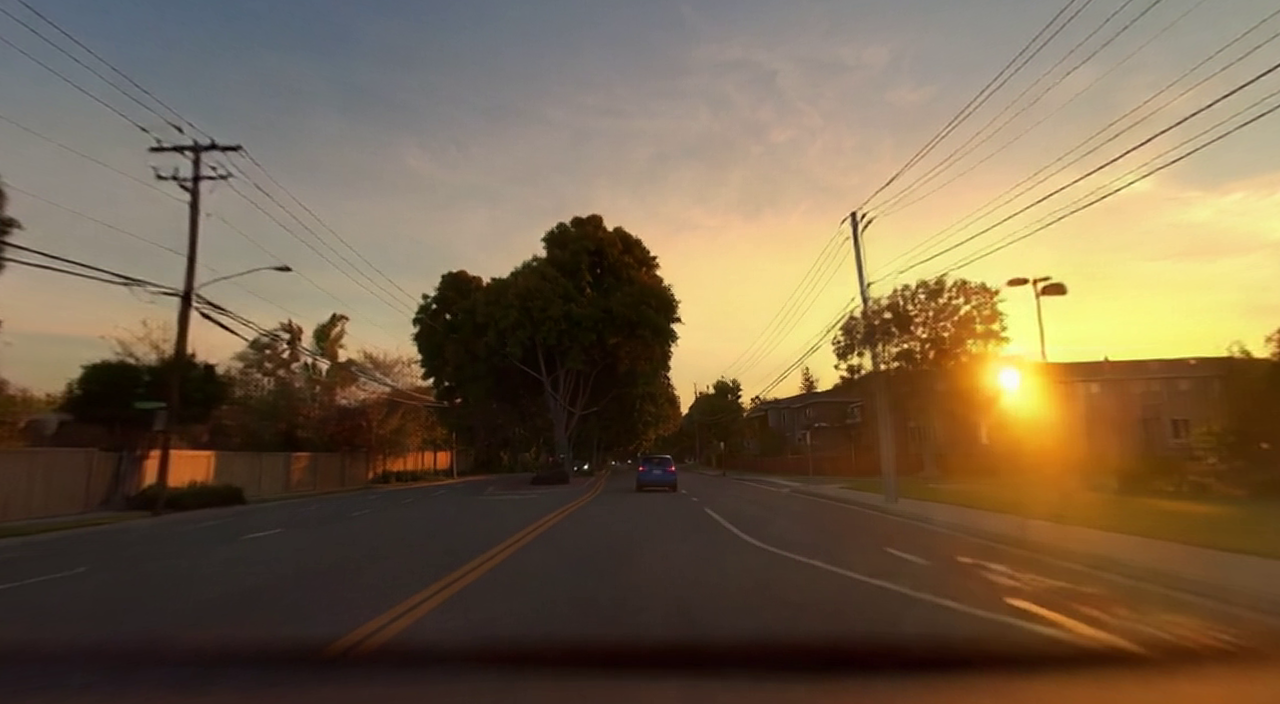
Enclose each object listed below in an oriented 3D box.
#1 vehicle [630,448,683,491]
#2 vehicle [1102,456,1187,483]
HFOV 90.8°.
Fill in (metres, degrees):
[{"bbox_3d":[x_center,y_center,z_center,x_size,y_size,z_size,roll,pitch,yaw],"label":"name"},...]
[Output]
[{"bbox_3d":[0.652,5.113,27.802,2.139,1.699,3.916,0,-8,-1],"label":"vehicle"},{"bbox_3d":[36.876,8.618,46.277,4.461,1.828,2.165,1,-9,-5],"label":"vehicle"}]
